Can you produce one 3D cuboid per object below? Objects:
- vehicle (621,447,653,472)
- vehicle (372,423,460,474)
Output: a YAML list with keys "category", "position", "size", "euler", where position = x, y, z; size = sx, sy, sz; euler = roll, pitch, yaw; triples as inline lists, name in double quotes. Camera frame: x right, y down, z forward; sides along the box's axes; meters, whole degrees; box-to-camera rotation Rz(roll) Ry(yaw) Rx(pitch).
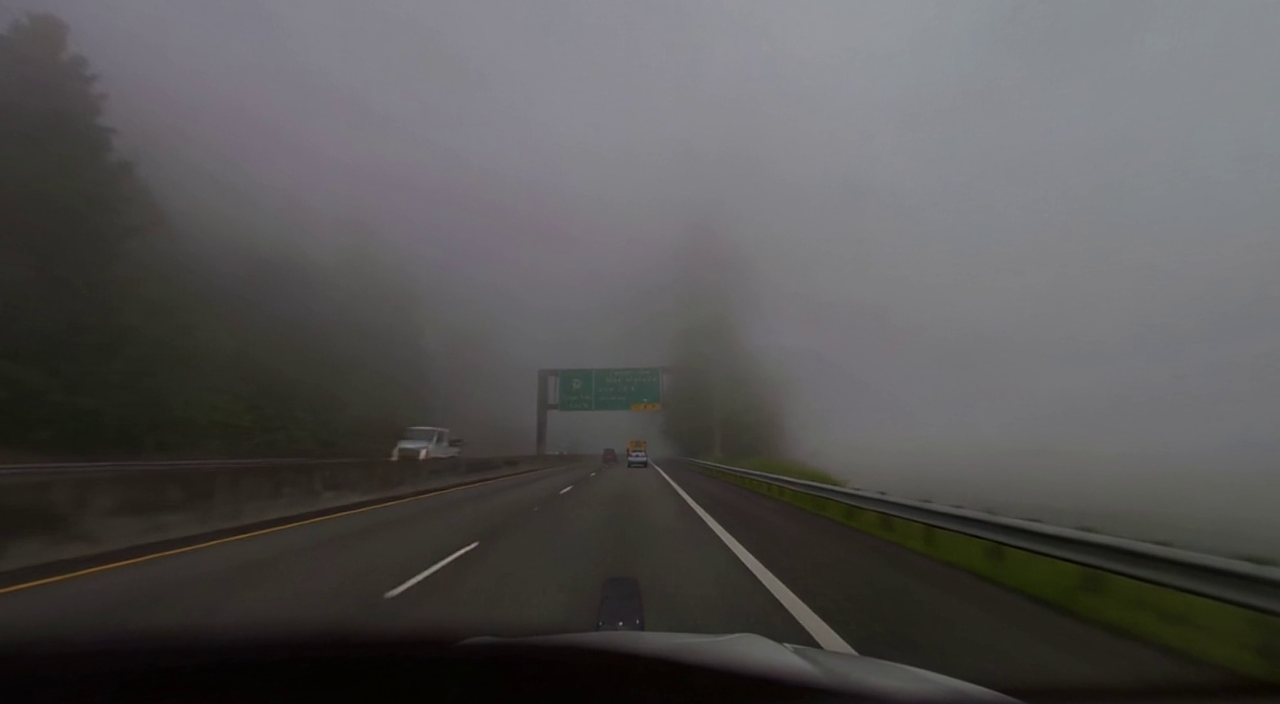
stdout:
- category: "vehicle"
  position: [-0.203, 6.681, 39.268]
  size: [1.853, 1.436, 3.438]
  euler: [0, -9, -1]
- category: "vehicle"
  position: [-12.045, 5.293, 34.690]
  size: [2.236, 2.494, 7.006]
  euler: [0, -9, 0]
